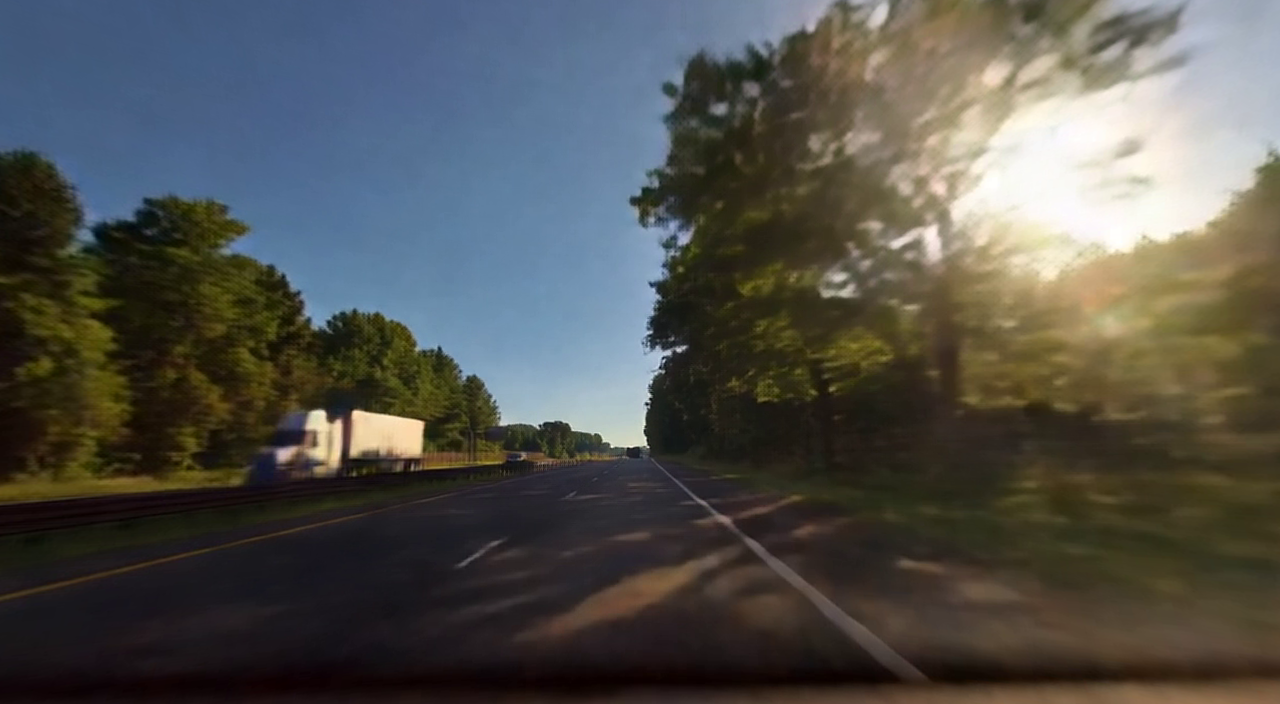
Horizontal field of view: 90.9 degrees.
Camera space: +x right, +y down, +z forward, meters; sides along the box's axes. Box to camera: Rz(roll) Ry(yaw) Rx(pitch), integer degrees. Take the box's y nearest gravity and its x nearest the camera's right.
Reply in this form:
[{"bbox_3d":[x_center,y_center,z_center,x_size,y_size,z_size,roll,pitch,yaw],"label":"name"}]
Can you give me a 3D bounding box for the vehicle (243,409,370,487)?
[{"bbox_3d":[-17.742,5.220,34.202,3.015,3.770,6.831,0,-9,0],"label":"vehicle"}]
